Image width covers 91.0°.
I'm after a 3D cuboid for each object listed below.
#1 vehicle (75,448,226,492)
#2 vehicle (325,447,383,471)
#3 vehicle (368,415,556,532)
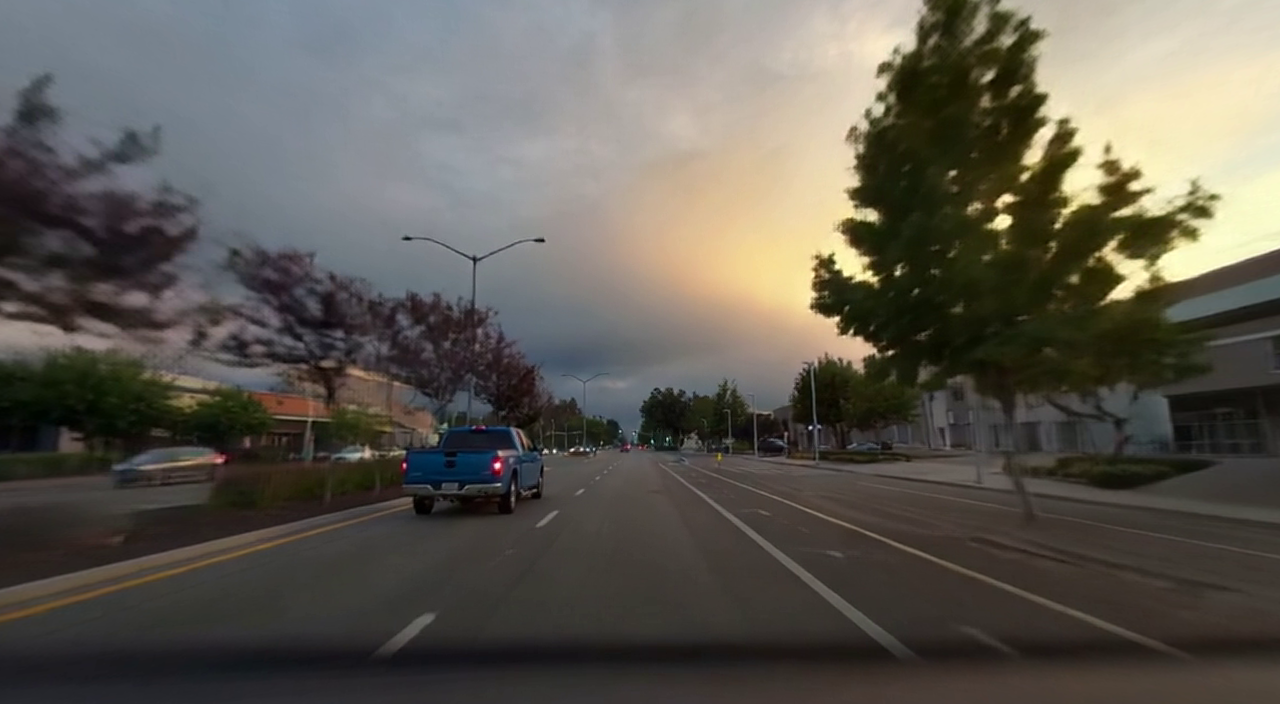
[{"bbox_3d":[-18.411,4.414,24.040,1.854,1.472,4.854,0,-9,1],"label":"vehicle"},{"bbox_3d":[-21.408,7.990,47.320,1.840,1.510,5.115,-2,-8,2],"label":"vehicle"},{"bbox_3d":[-3.109,2.278,12.491,2.065,1.790,5.417,0,-9,1],"label":"vehicle"}]
